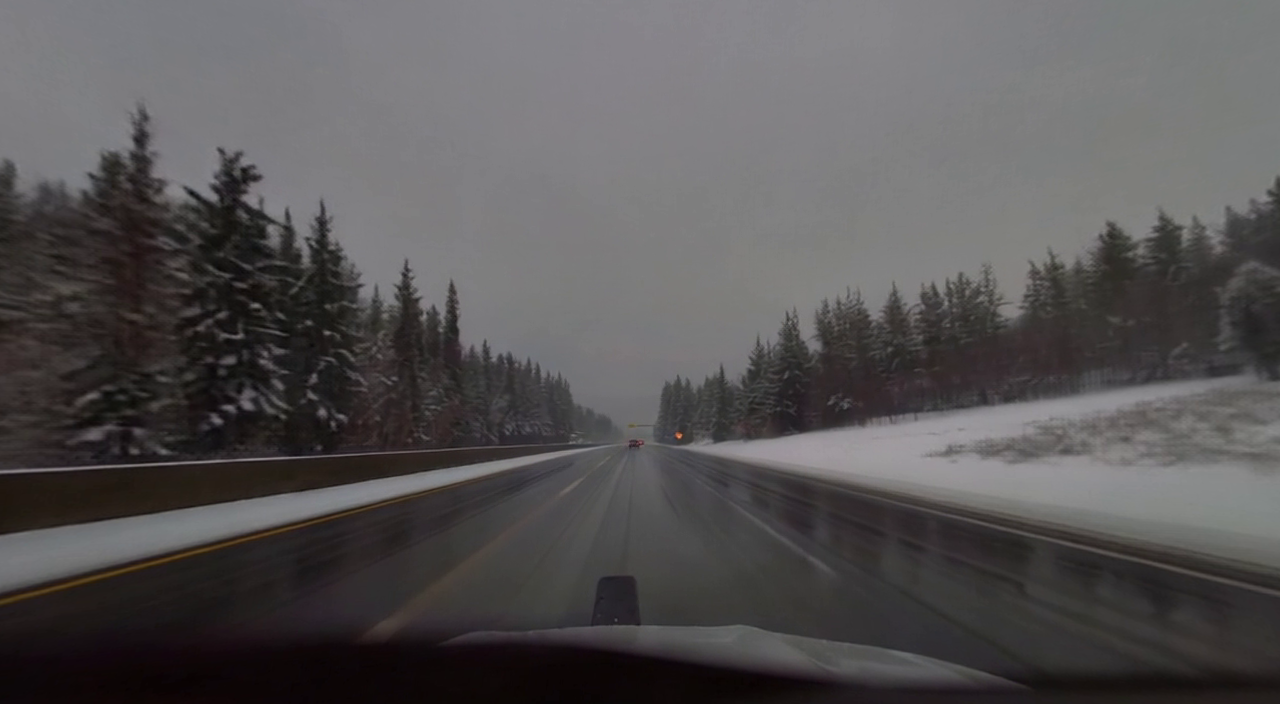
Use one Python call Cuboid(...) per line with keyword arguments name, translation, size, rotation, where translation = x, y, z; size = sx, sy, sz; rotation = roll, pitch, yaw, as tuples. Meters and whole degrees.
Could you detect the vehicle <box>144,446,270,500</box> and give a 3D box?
Cuboid(name="vehicle", translation=(-16.331, 4.529, 24.040), size=(1.938, 1.793, 4.055), rotation=(0, -8, -1))
